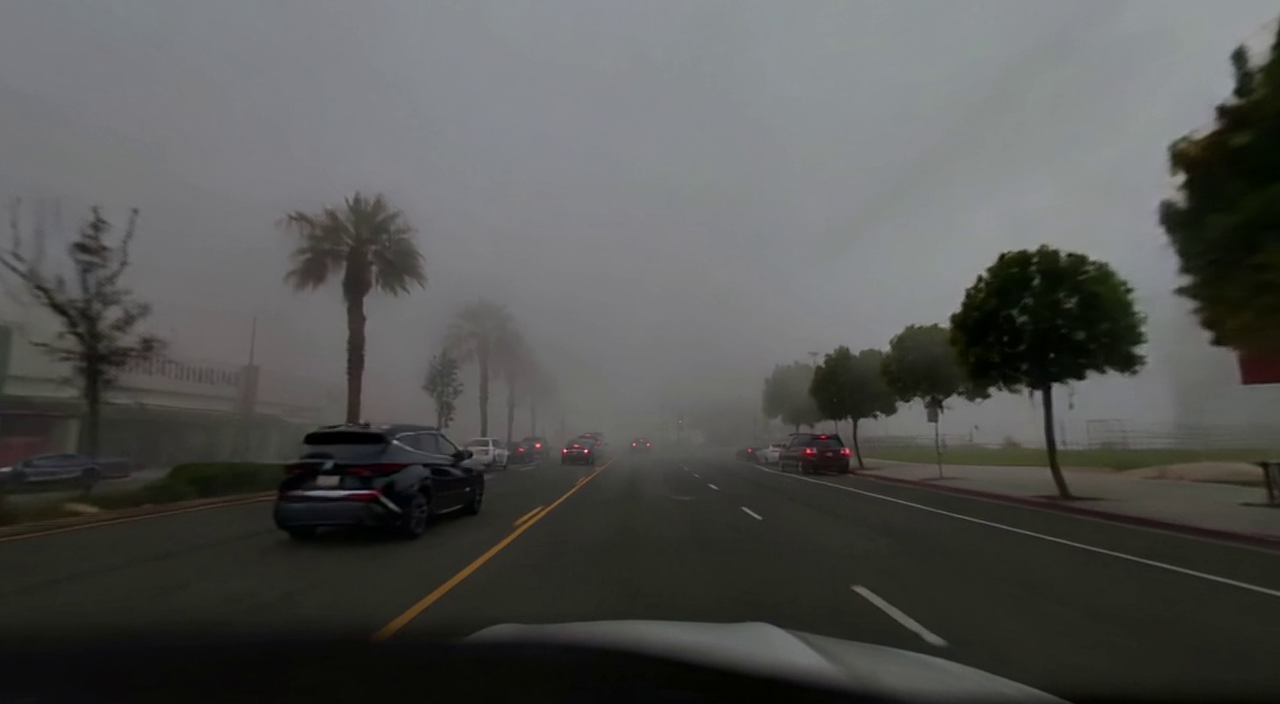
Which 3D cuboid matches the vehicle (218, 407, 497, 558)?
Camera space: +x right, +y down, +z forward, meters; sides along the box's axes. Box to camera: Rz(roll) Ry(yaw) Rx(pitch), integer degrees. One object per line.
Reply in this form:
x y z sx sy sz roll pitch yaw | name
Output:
-3.573 1.741 9.027 2.024 1.636 4.121 0 -8 1 | vehicle

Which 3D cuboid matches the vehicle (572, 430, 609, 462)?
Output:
-3.216 6.249 41.907 2.158 2.040 4.511 0 -8 0 | vehicle

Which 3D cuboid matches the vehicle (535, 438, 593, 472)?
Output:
-3.458 4.798 29.646 2.044 1.462 4.624 0 -8 1 | vehicle

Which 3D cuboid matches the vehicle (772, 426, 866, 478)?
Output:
7.431 4.245 26.947 2.256 1.936 5.838 0 -8 0 | vehicle
